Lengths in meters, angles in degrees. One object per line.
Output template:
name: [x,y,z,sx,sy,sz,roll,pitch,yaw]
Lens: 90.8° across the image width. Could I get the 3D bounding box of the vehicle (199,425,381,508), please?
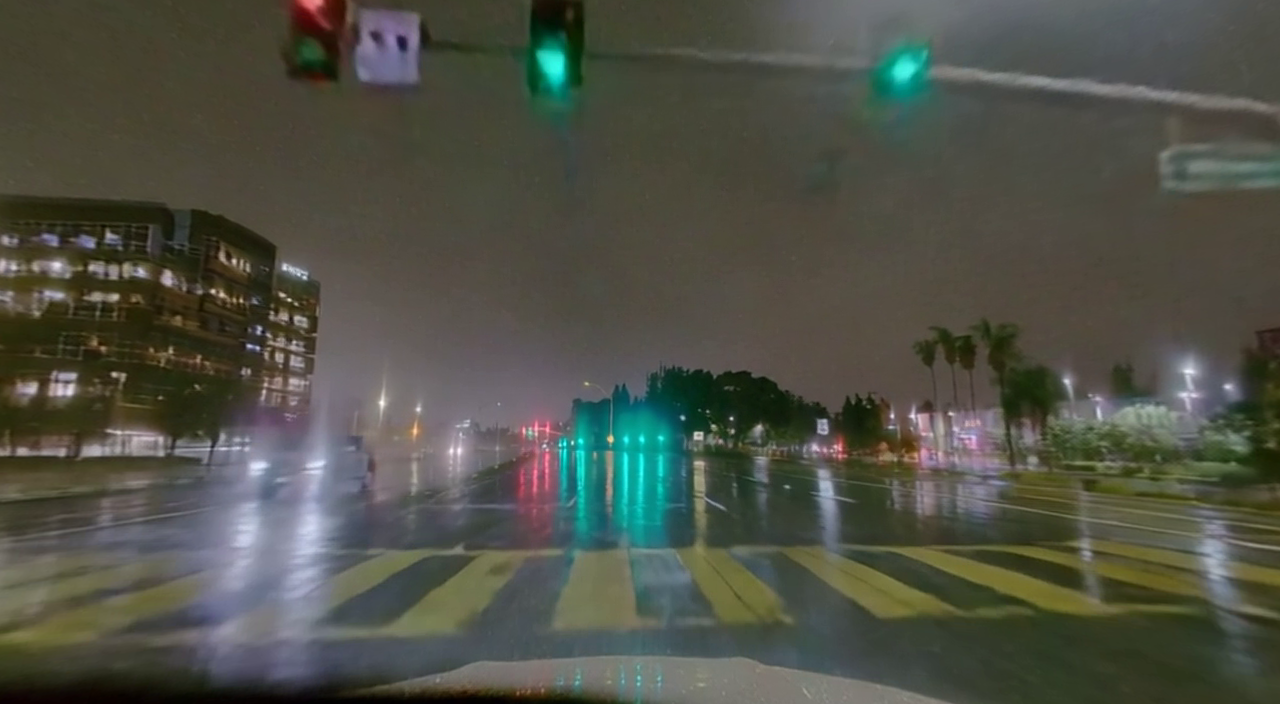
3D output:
vehicle: [-8.633,2.845,16.204,2.175,1.795,4.640,0,-8,-3]
